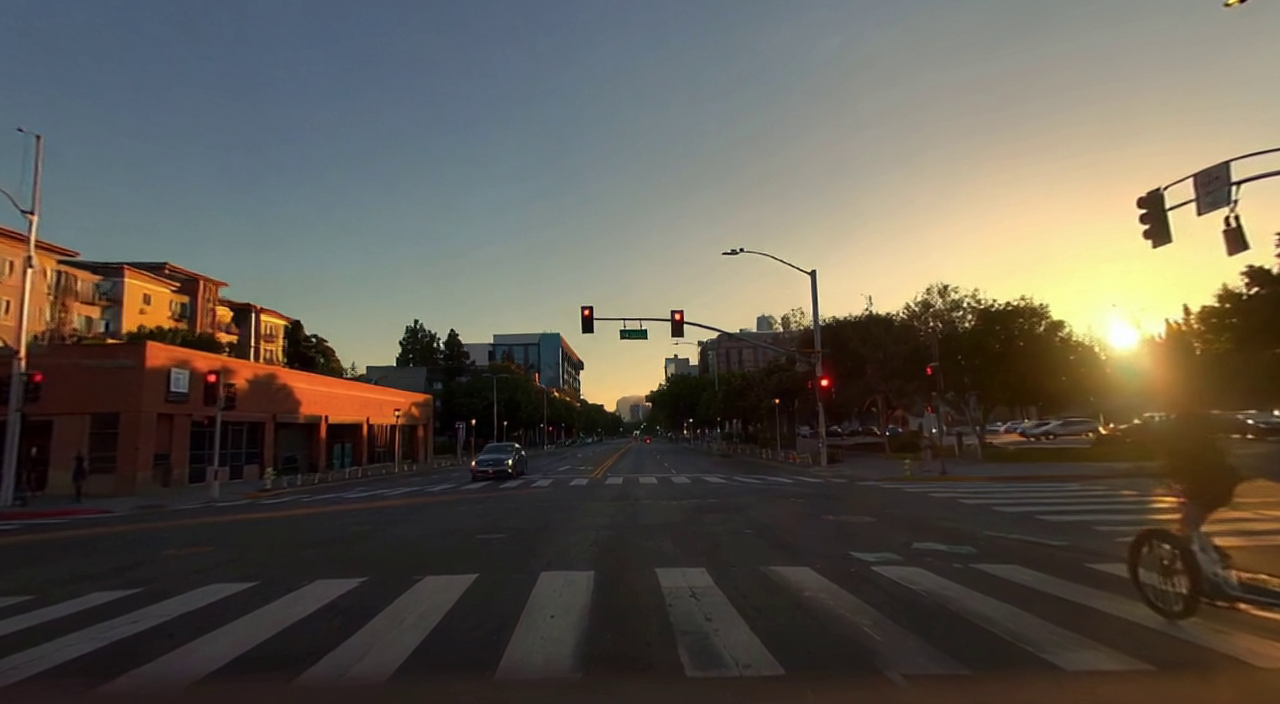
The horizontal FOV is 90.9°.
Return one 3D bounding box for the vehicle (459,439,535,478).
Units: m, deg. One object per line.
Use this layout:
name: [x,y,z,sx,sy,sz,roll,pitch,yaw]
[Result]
vehicle: [-5.888,4.422,26.542,2.127,1.473,4.428,0,-8,1]
